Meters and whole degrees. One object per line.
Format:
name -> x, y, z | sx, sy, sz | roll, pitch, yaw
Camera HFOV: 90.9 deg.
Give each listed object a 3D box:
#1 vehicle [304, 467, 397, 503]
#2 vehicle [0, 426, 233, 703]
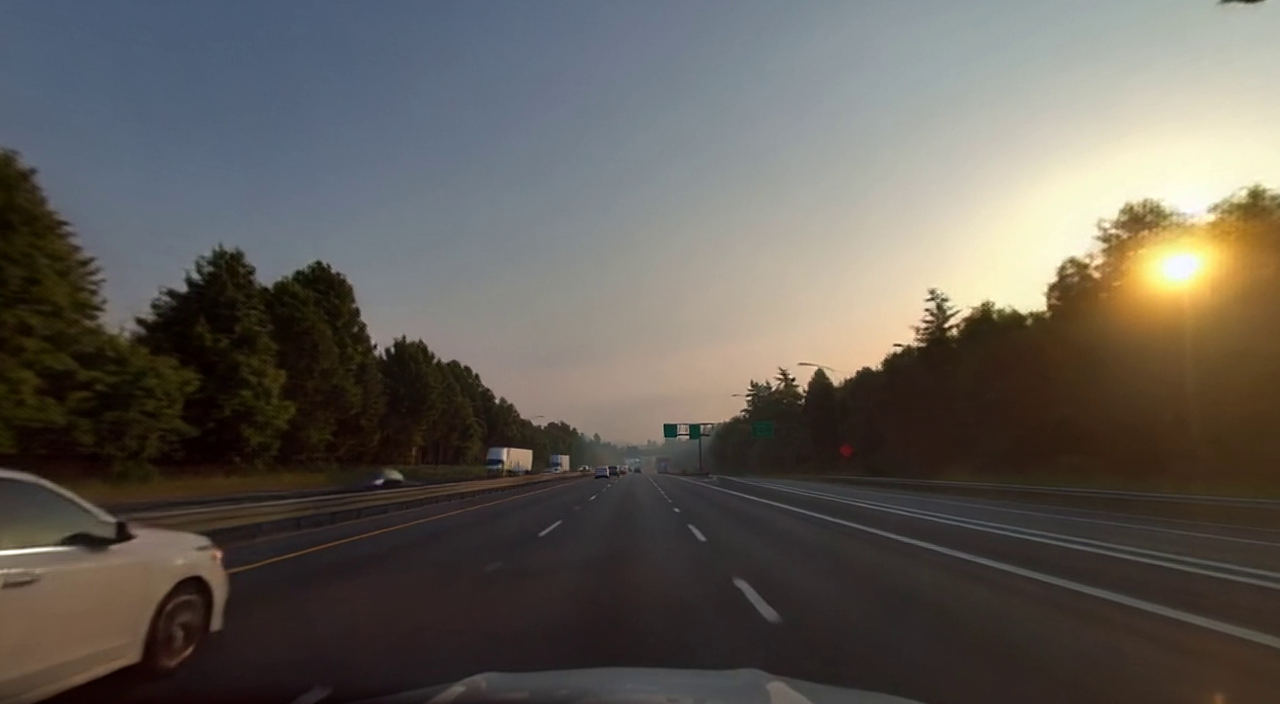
vehicle -> -12.665, 5.835, 27.930 | 1.914, 1.433, 4.551 | 1, -11, 0
vehicle -> -3.670, 0.861, 1.805 | 1.998, 1.427, 4.462 | 1, -11, 0
